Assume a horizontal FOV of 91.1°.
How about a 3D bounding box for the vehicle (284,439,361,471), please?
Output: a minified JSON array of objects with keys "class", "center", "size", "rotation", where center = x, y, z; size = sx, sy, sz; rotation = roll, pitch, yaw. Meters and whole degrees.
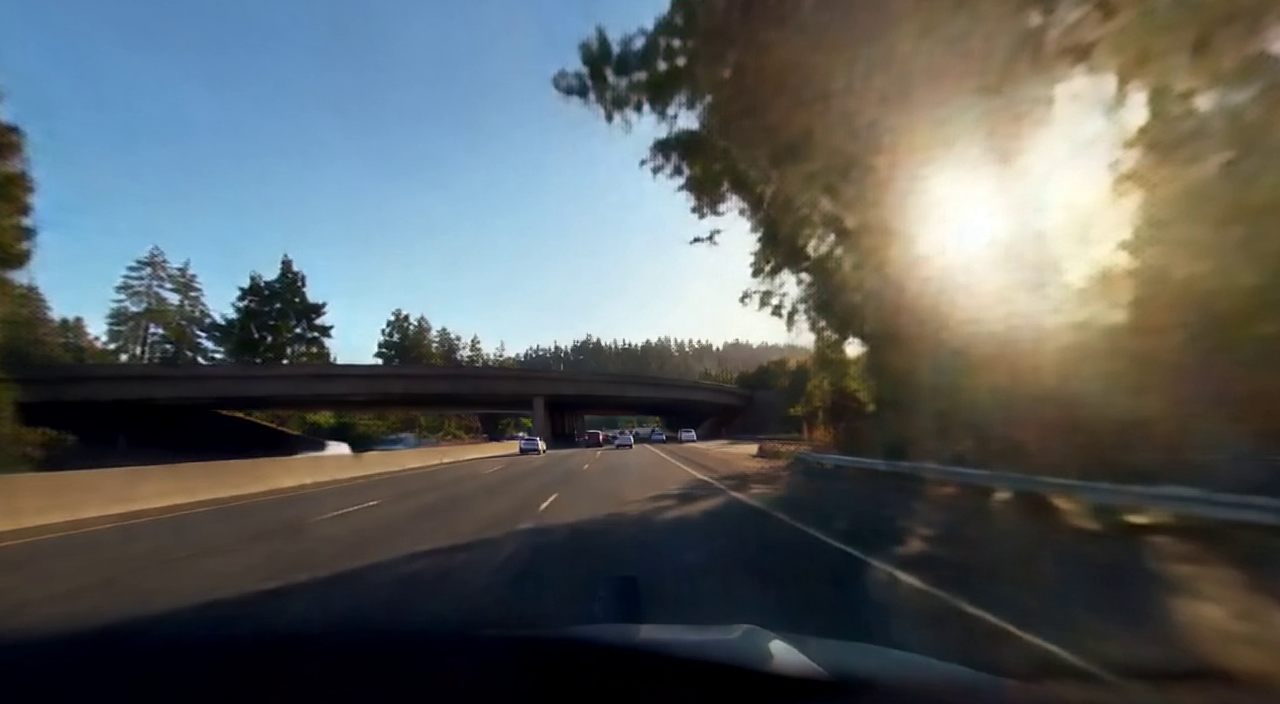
[{"class":"vehicle","center":[-16.416,5.291,32.701],"size":[1.947,1.519,4.008],"rotation":[0,-8,-1]}]
